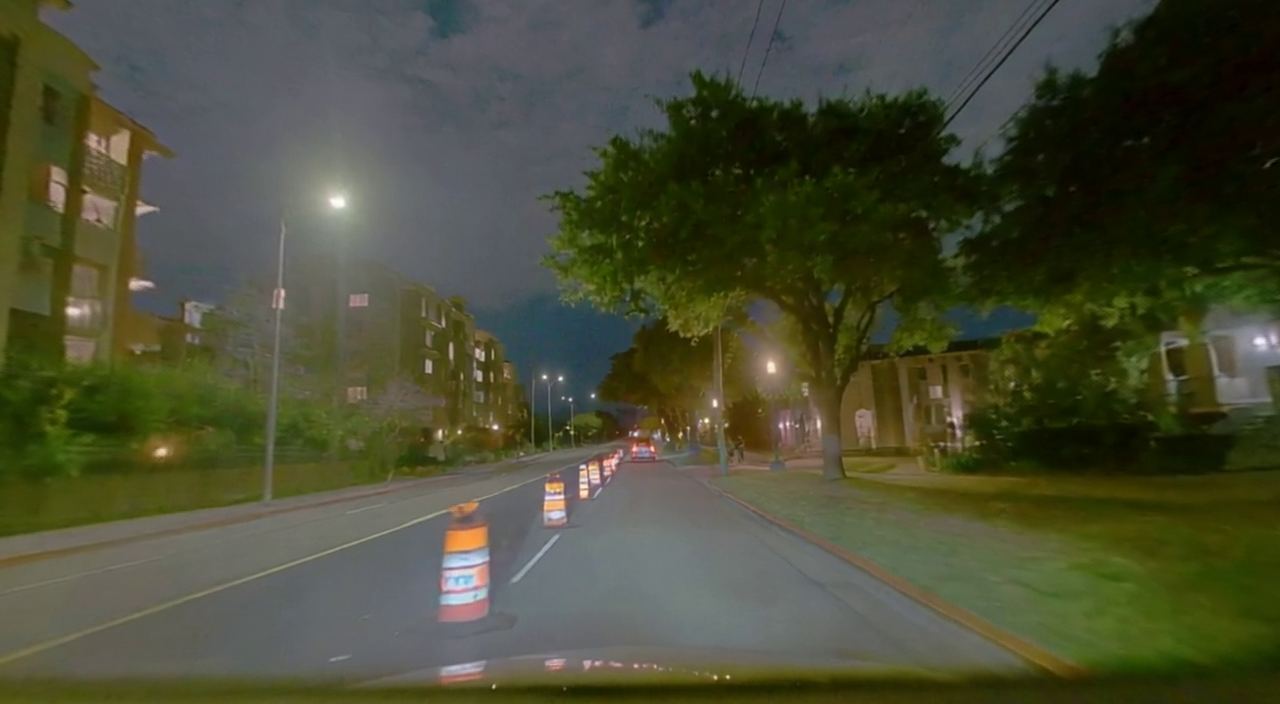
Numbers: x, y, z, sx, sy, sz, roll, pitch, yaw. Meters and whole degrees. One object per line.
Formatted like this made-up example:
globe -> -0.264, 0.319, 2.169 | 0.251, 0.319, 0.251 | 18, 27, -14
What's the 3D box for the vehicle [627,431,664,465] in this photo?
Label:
vehicle -> 0.290, 6.133, 40.535 | 2.169, 2.015, 5.206 | 0, -8, -1
